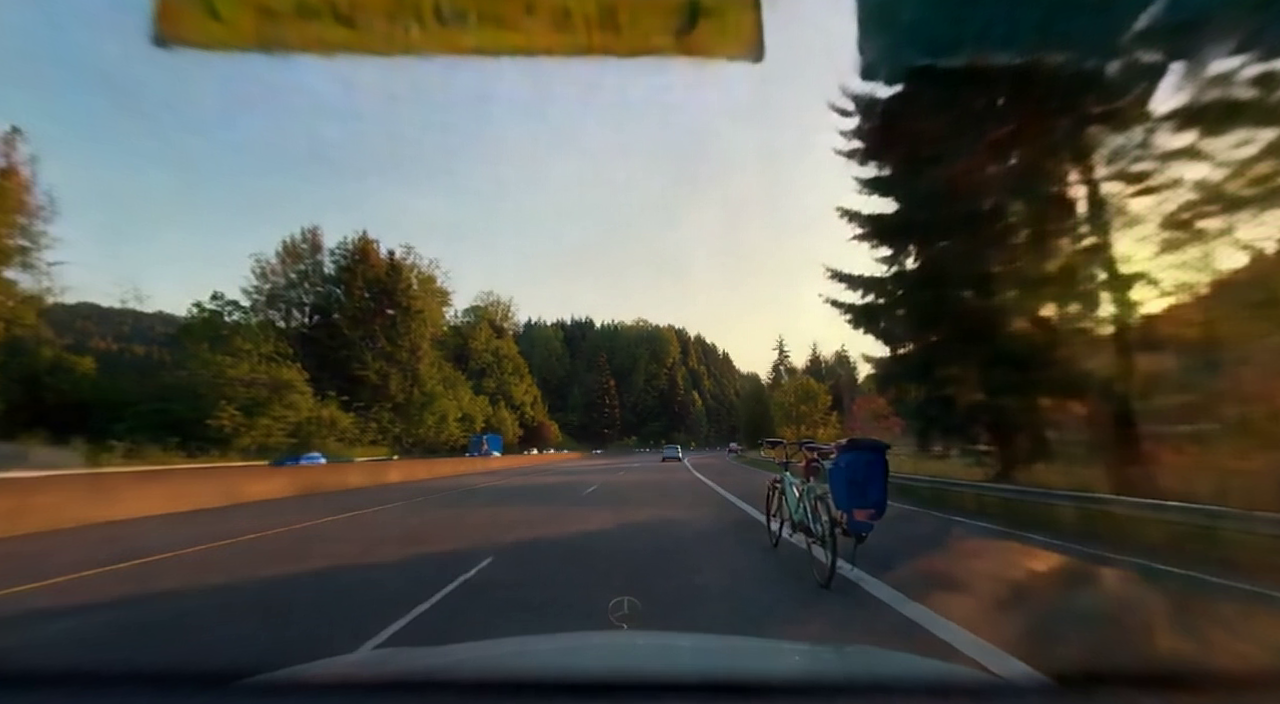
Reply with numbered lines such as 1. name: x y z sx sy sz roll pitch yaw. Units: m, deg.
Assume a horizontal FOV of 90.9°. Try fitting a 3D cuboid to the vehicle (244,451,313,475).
1. vehicle: -23.545 7.224 41.183 1.864 1.479 4.366 0 -9 1
